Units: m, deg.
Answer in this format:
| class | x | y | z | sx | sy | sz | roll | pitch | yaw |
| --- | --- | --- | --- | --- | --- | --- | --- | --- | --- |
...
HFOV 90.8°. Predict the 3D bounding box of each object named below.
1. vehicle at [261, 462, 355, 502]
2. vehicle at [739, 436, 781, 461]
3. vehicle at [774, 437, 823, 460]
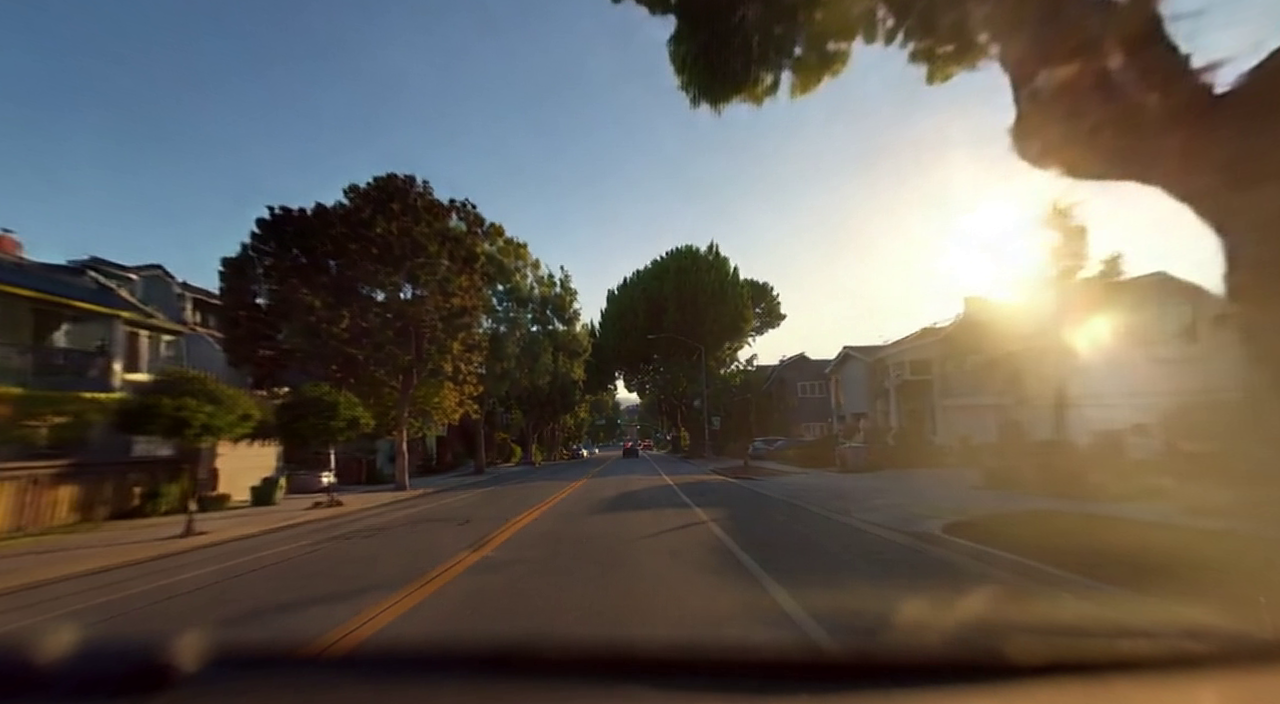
| class | x | y | z | sx | sy | sz | roll | pitch | yaw |
| --- | --- | --- | --- | --- | --- | --- | --- | --- | --- |
| vehicle | -15.446 | 6.034 | 29.712 | 2.124 | 1.538 | 4.237 | -1 | -8 | 0 |
| vehicle | 8.978 | 7.257 | 47.643 | 2.121 | 1.785 | 4.693 | 0 | -9 | -1 |
| vehicle | 11.806 | 7.245 | 47.541 | 2.181 | 1.530 | 4.867 | -2 | -8 | -3 |
